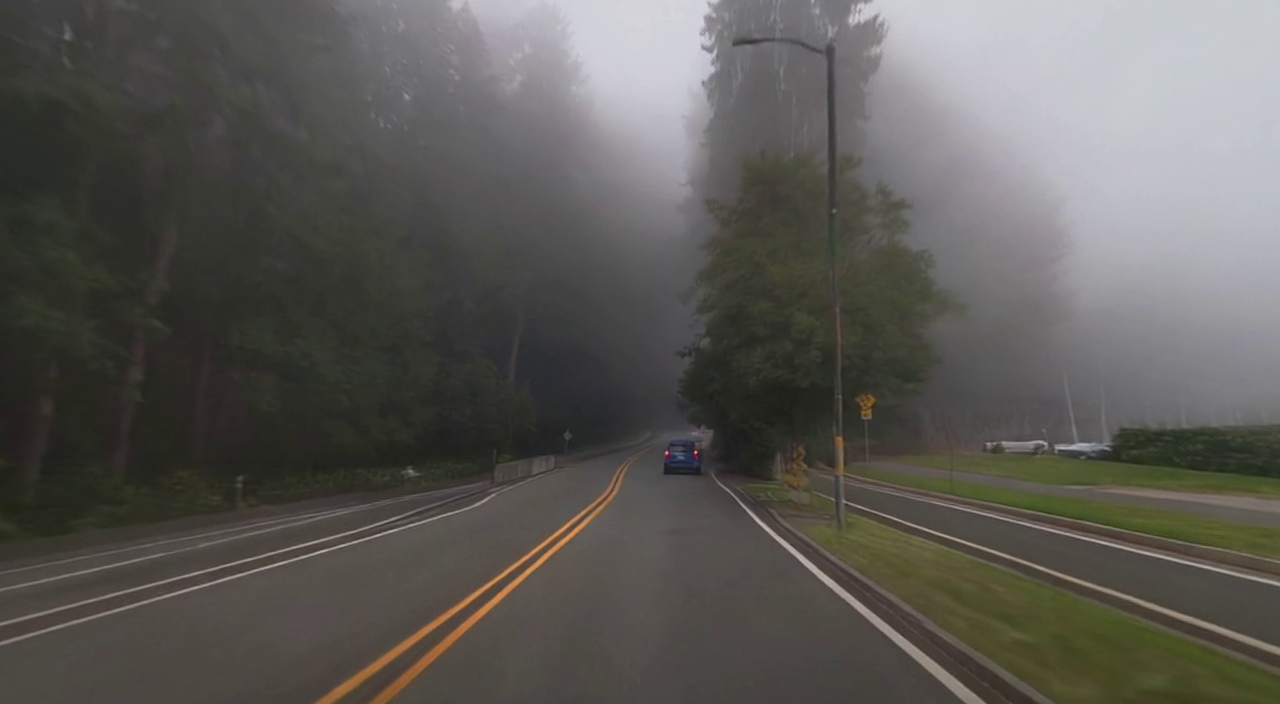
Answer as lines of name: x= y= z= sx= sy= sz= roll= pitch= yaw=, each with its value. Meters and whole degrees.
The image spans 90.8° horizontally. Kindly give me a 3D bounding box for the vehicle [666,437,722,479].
vehicle: x=2.440 y=4.608 z=27.665 sx=2.216 sy=1.708 sz=4.110 roll=-1 pitch=-9 yaw=7
